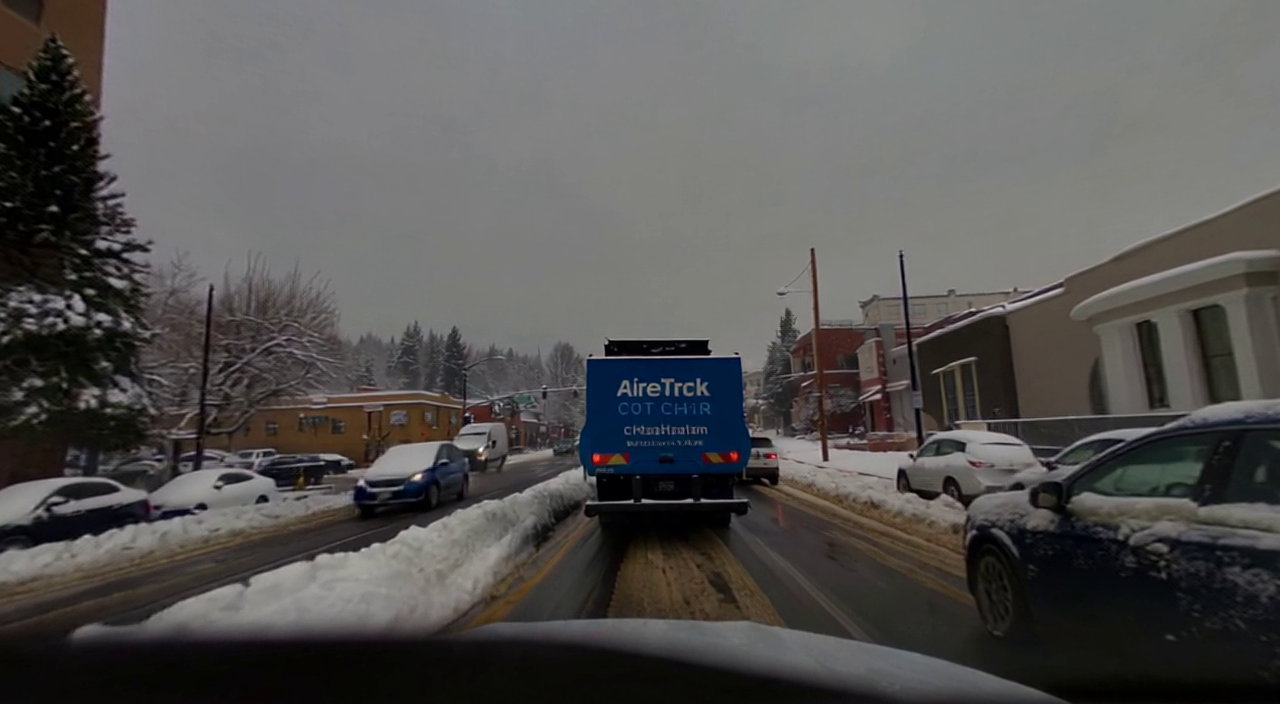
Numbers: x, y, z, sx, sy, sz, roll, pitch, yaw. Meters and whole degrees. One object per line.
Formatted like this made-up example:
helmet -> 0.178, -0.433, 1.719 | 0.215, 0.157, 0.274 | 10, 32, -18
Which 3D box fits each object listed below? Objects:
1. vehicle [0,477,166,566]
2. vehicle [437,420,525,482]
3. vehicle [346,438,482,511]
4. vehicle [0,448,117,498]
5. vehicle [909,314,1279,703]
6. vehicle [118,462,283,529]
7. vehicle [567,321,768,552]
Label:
vehicle -> -13.494, 3.740, 14.342 | 1.901, 1.508, 4.405 | 0, -9, -1
vehicle -> -9.058, 5.797, 36.940 | 2.883, 3.199, 7.964 | 0, -9, 2
vehicle -> -5.940, 3.243, 17.170 | 2.046, 1.711, 4.320 | 0, -9, 1
vehicle -> -27.936, 5.794, 30.174 | 3.961, 1.764, 1.952 | -6, -5, 2
vehicle -> 3.388, 0.897, 3.153 | 2.104, 1.786, 4.498 | 0, -9, 1
vehicle -> -13.372, 4.347, 19.515 | 1.943, 1.682, 4.365 | 0, -9, 0
vehicle -> 0.242, 1.505, 11.111 | 2.517, 2.926, 6.177 | 0, -9, -2
